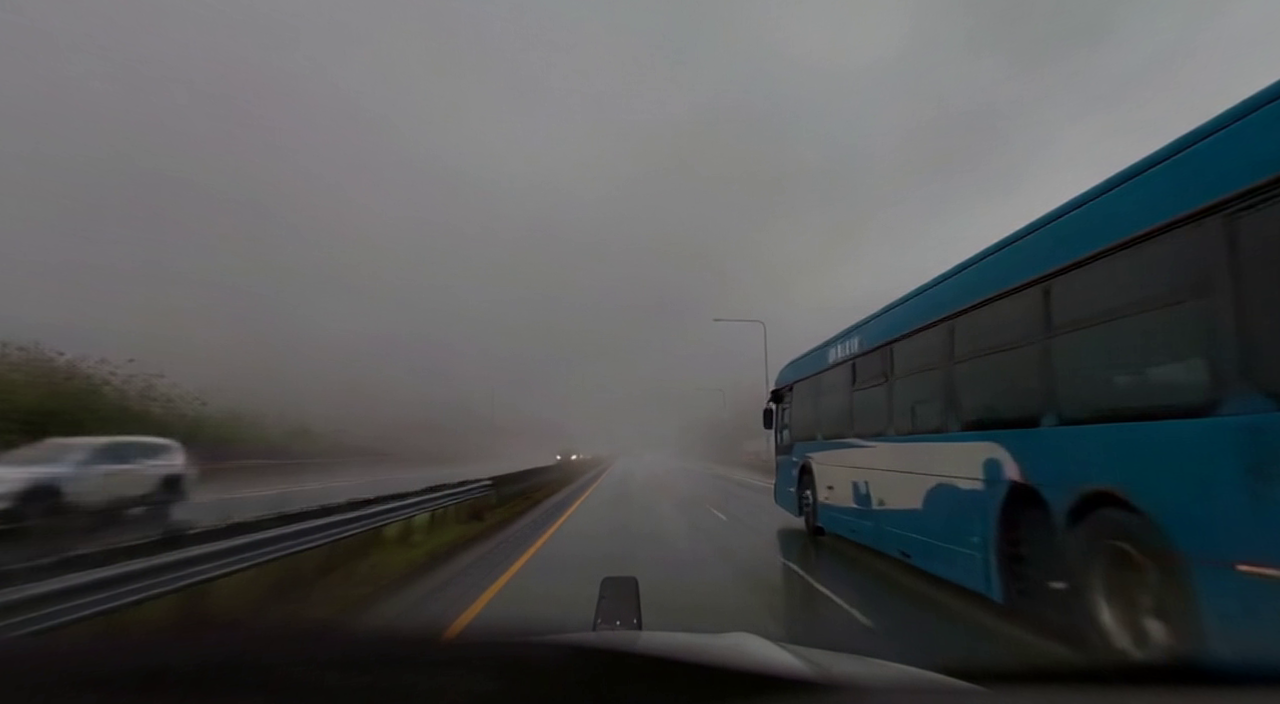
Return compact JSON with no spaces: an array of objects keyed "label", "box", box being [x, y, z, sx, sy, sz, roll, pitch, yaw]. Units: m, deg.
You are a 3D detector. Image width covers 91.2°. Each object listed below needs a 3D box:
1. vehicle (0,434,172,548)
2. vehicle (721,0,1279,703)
[{"label":"vehicle","box":[-9.197,1.917,8.867,1.872,1.461,4.227,0,-9,0]},{"label":"vehicle","box":[3.661,0.282,7.407,3.277,4.084,14.213,0,-9,-1]}]
